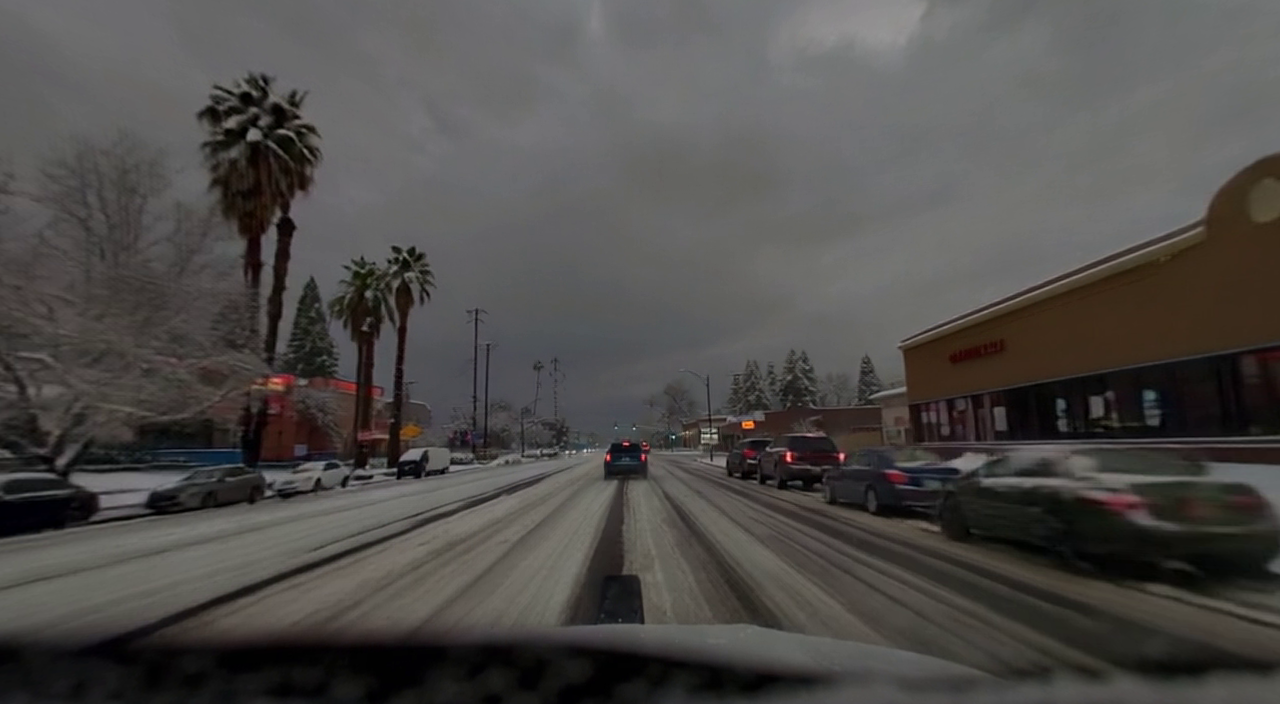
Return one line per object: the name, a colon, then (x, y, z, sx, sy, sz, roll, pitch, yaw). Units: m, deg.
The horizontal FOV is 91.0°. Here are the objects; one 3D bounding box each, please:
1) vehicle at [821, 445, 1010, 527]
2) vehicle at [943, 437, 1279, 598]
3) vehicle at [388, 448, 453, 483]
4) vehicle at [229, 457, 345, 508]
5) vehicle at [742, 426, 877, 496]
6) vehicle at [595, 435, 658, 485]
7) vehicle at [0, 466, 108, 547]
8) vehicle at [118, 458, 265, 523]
vehicle: (5.571, 2.730, 13.575, 1.805, 1.429, 4.911, 0, -8, -1)
vehicle: (5.914, 1.861, 8.119, 1.727, 1.456, 4.569, 0, -8, 0)
vehicle: (-13.516, 6.974, 39.065, 2.296, 1.847, 4.856, -4, -8, -1)
vehicle: (-13.363, 4.929, 24.215, 1.914, 1.489, 4.523, -4, -8, 0)
vehicle: (5.416, 3.616, 21.358, 2.568, 1.974, 6.203, 0, -8, -3)
vehicle: (-0.485, 4.185, 24.696, 2.239, 1.763, 4.096, 0, -8, 0)
vehicle: (-13.086, 3.056, 12.111, 1.804, 1.441, 4.534, -4, -8, 0)
vehicle: (-13.252, 4.066, 18.900, 1.774, 1.522, 3.699, -4, -8, -2)
